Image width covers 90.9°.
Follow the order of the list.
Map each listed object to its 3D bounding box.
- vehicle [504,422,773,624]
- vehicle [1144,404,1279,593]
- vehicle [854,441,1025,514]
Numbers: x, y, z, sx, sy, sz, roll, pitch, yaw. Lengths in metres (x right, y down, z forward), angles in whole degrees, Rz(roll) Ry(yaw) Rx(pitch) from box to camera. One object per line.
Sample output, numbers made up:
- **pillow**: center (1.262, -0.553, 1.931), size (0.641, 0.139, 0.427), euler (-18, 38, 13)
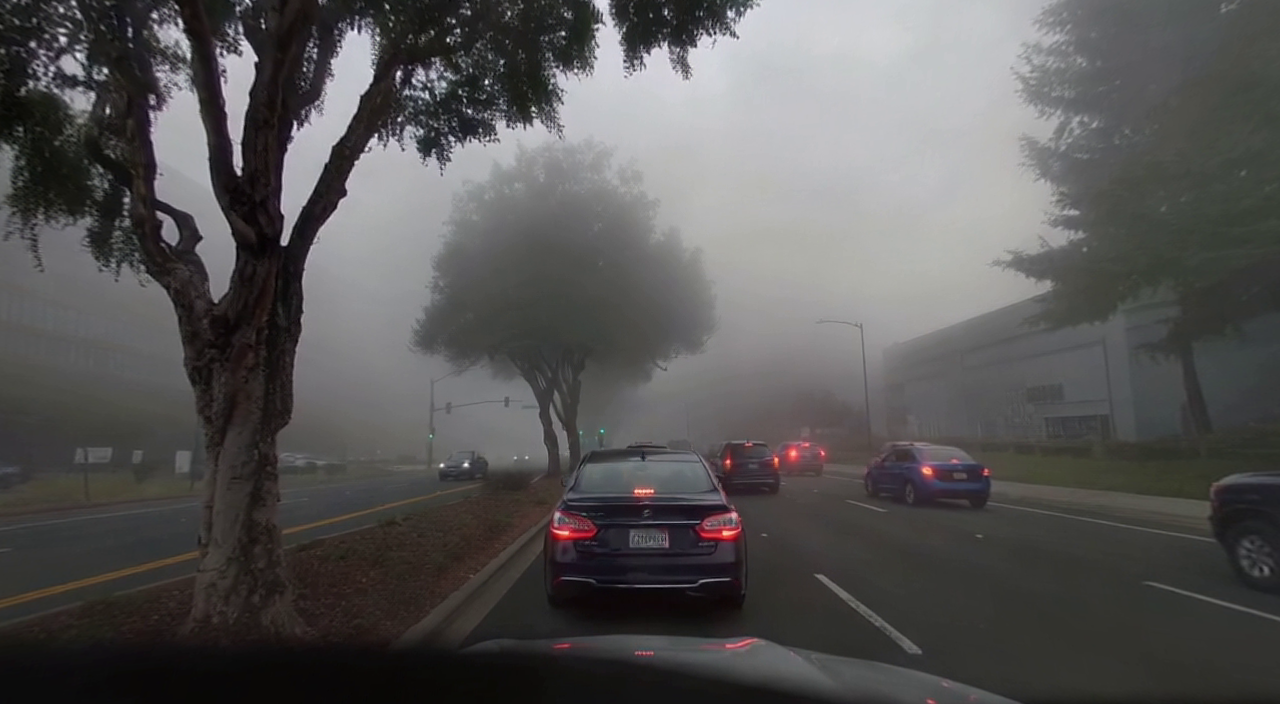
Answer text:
- **vehicle**: center (-0.035, 1.584, 6.904), size (1.977, 1.465, 4.376), euler (0, -8, -1)
- **vehicle**: center (6.885, 1.234, 5.023), size (1.988, 1.727, 4.584), euler (0, -8, 2)
- **vehicle**: center (6.882, 2.886, 15.138), size (1.911, 1.468, 4.417), euler (0, -8, 0)
